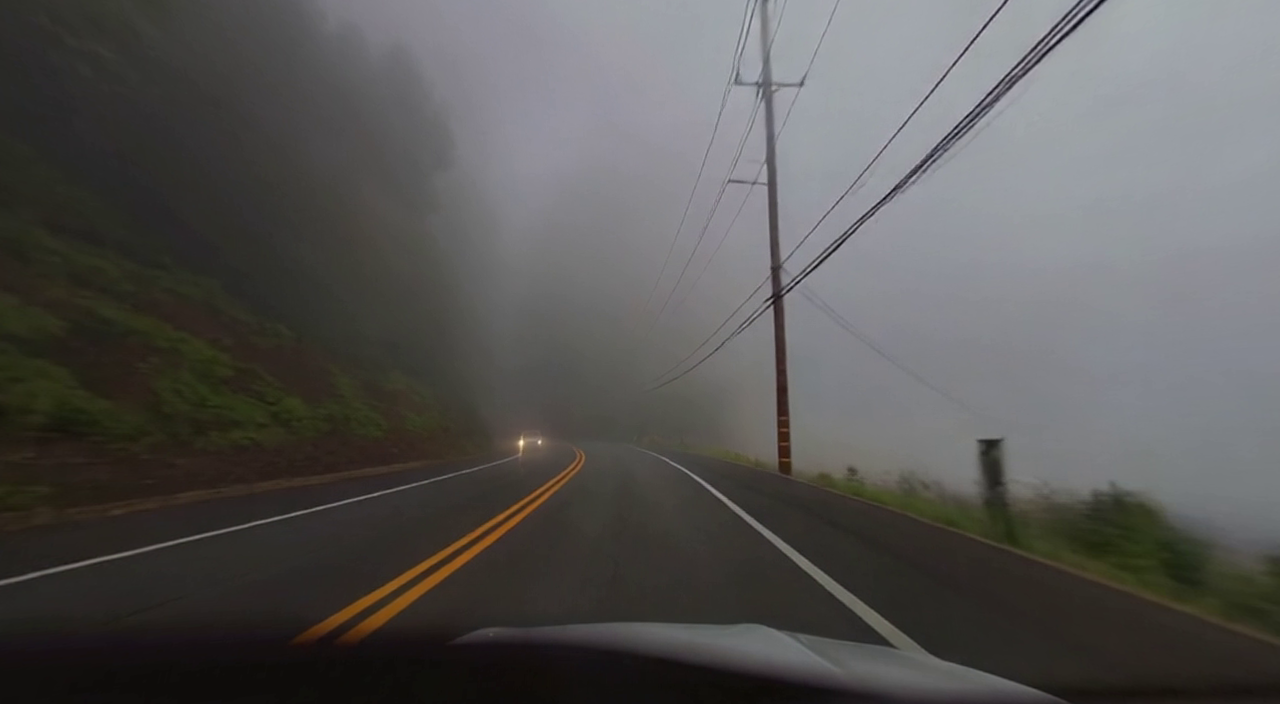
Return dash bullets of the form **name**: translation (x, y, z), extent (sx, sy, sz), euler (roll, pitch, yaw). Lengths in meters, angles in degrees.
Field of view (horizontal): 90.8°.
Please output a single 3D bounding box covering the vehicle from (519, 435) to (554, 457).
- **vehicle**: translation (-7.141, 6.513, 43.898), extent (2.060, 1.466, 4.263), euler (1, -8, -5)
